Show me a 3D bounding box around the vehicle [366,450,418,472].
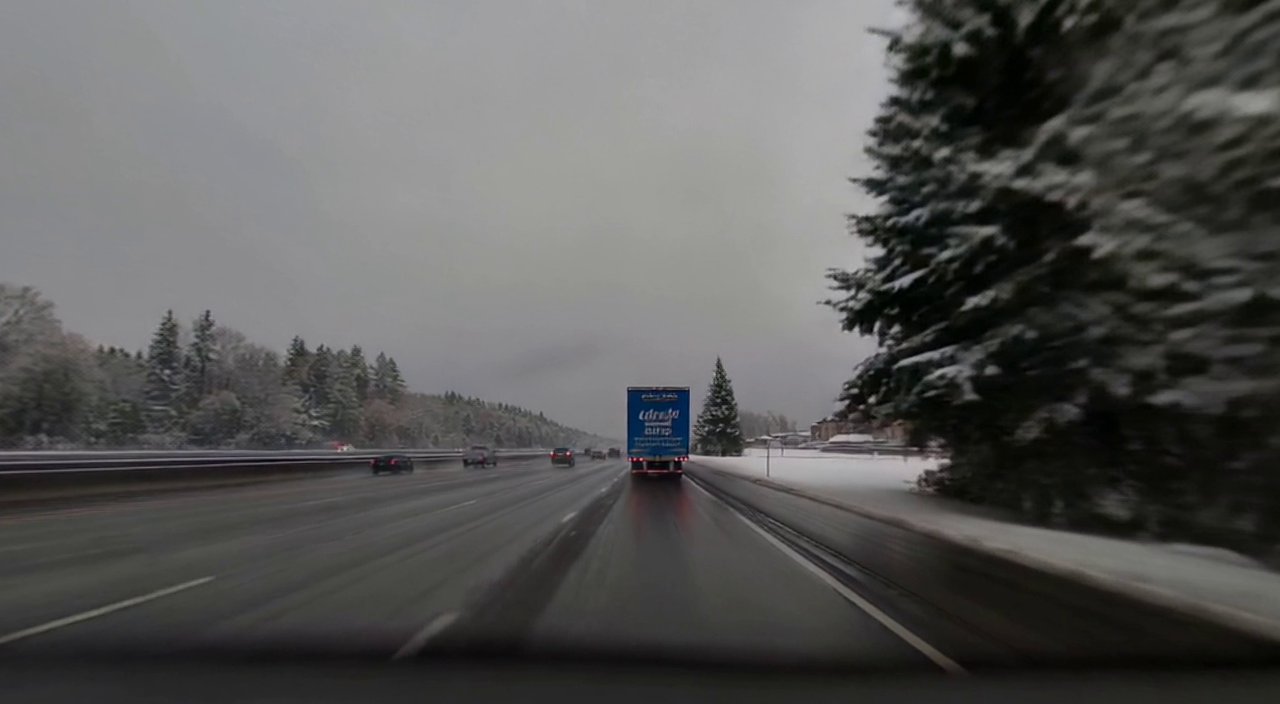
[{"bbox_3d":[-17.567,7.740,44.989,1.901,1.485,4.279,0,-9,1],"label":"vehicle"}]

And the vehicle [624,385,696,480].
[{"bbox_3d":[0.827,4.713,35.409,3.140,4.100,15.551,1,-9,0],"label":"vehicle"}]
